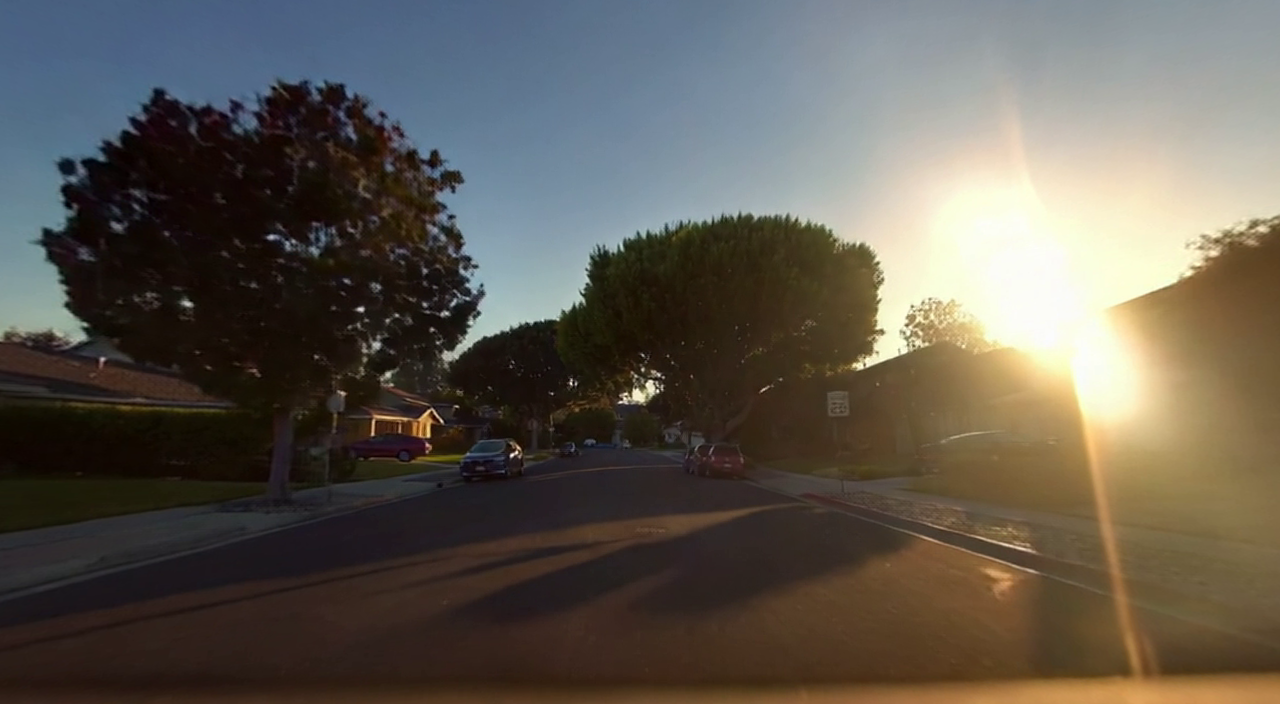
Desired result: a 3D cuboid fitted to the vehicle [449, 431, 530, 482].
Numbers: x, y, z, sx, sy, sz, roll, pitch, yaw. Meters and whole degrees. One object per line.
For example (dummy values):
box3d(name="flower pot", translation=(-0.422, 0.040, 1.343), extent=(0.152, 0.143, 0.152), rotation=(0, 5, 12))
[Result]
box3d(name="vehicle", translation=(-6.406, 4.548, 27.701), extent=(2.322, 1.949, 5.695), rotation=(-1, -9, -2))

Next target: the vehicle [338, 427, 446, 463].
box3d(name="vehicle", translation=(-13.536, 5.134, 34.750), extent=(5.024, 1.903, 2.102), rotation=(0, -9, 0))

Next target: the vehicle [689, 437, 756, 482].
box3d(name="vehicle", translation=(3.405, 4.554, 26.988), extent=(2.033, 1.730, 4.554), rotation=(0, -9, -2))
